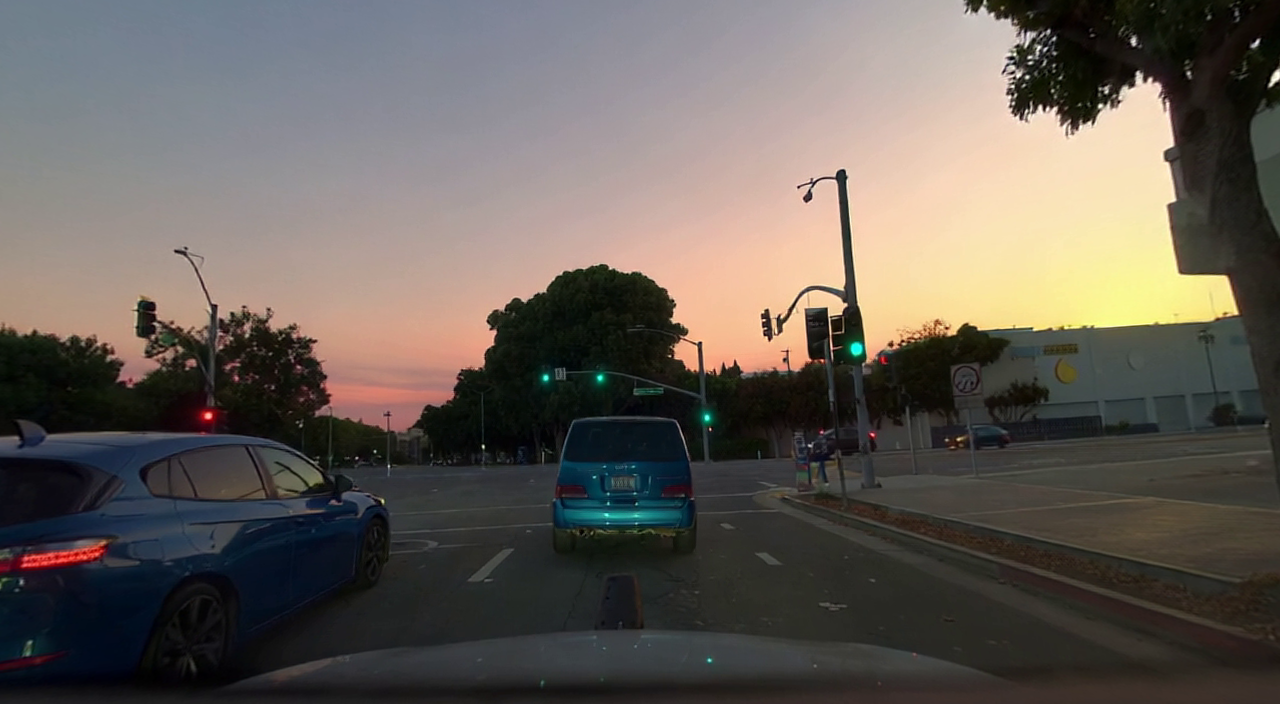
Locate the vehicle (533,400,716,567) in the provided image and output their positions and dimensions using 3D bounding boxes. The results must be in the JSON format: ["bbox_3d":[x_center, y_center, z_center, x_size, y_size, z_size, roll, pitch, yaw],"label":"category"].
[{"bbox_3d":[-0.181,1.799,9.342,2.059,1.877,4.249,0,-8,0],"label":"vehicle"}]

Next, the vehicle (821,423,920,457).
[{"bbox_3d":[12.796,4.902,35.107,4.872,1.806,2.107,3,-9,-20],"label":"vehicle"}]

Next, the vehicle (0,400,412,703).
[{"bbox_3d":[-3.382,1.253,4.556,2.011,1.527,4.008,0,-8,-1],"label":"vehicle"}]

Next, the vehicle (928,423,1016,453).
[{"bbox_3d":[17.688,4.604,33.712,3.830,1.545,2.006,3,-9,-19],"label":"vehicle"}]
